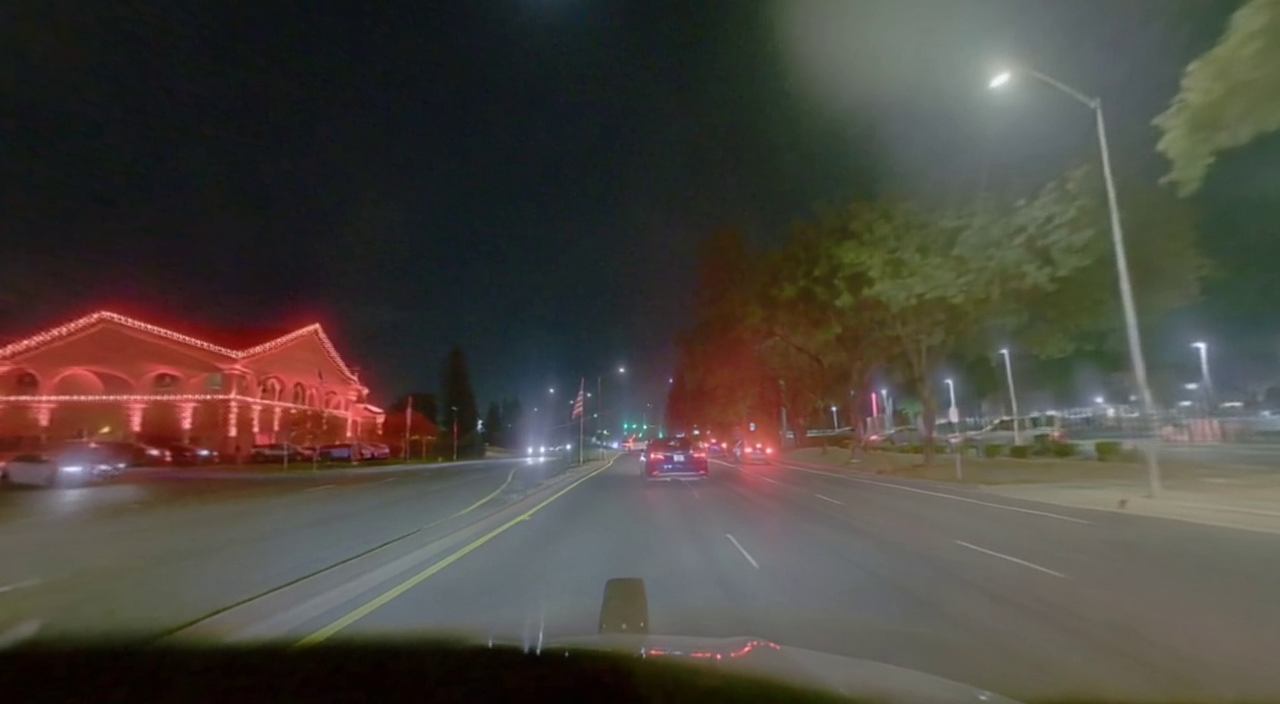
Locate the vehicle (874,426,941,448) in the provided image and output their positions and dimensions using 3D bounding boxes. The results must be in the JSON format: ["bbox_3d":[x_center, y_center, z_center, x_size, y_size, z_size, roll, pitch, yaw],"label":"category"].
[{"bbox_3d":[19.798,6.307,46.801,4.059,1.563,1.995,1,-8,-2],"label":"vehicle"}]

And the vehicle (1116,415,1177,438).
[{"bbox_3d":[35.582,5.288,44.395,1.847,1.424,4.455,-3,-9,19],"label":"vehicle"}]

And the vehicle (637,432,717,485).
[{"bbox_3d":[1.019,3.356,20.152,2.091,1.472,4.697,0,-8,-2],"label":"vehicle"}]

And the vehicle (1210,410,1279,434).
[{"bbox_3d":[40.859,4.732,42.417,1.920,1.478,4.241,-2,-9,16],"label":"vehicle"}]

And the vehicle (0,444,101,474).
[{"bbox_3d":[-33.623,6.025,35.653,4.214,1.609,2.092,0,-8,-2],"label":"vehicle"}]

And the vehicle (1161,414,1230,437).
[{"bbox_3d":[38.197,5.094,43.441,1.864,1.432,4.186,-3,-9,16],"label":"vehicle"}]

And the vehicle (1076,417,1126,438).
[{"bbox_3d":[33.164,5.475,45.420,1.798,1.409,3.938,-3,-9,20],"label":"vehicle"}]

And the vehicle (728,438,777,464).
[{"bbox_3d":[6.761,5.979,38.324,2.016,1.479,4.532,0,-8,-1],"label":"vehicle"}]

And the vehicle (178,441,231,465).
[{"bbox_3d":[-32.300,7.426,46.686,5.148,1.674,2.163,-8,-11,44],"label":"vehicle"}]

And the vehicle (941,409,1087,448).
[{"bbox_3d":[19.517,4.051,33.123,6.173,1.962,2.208,0,-9,0],"label":"vehicle"}]

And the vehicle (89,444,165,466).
[{"bbox_3d":[-37.240,7.478,45.865,1.734,1.425,4.447,0,-7,1],"label":"vehicle"}]
